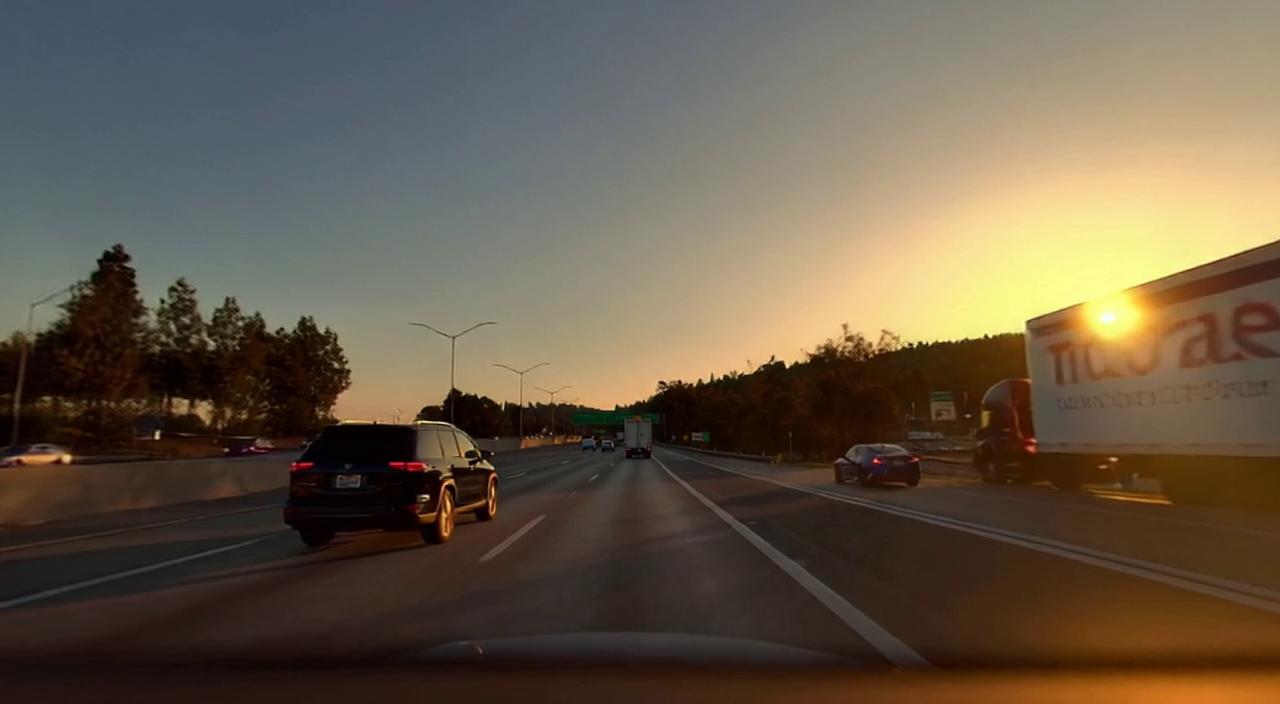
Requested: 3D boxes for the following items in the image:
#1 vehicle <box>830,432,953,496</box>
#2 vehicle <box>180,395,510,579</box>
[{"bbox_3d":[7.372,3.300,18.893,1.958,1.681,4.109,0,-8,0],"label":"vehicle"},{"bbox_3d":[-3.464,1.712,8.809,2.178,1.826,4.933,0,-8,1],"label":"vehicle"}]
